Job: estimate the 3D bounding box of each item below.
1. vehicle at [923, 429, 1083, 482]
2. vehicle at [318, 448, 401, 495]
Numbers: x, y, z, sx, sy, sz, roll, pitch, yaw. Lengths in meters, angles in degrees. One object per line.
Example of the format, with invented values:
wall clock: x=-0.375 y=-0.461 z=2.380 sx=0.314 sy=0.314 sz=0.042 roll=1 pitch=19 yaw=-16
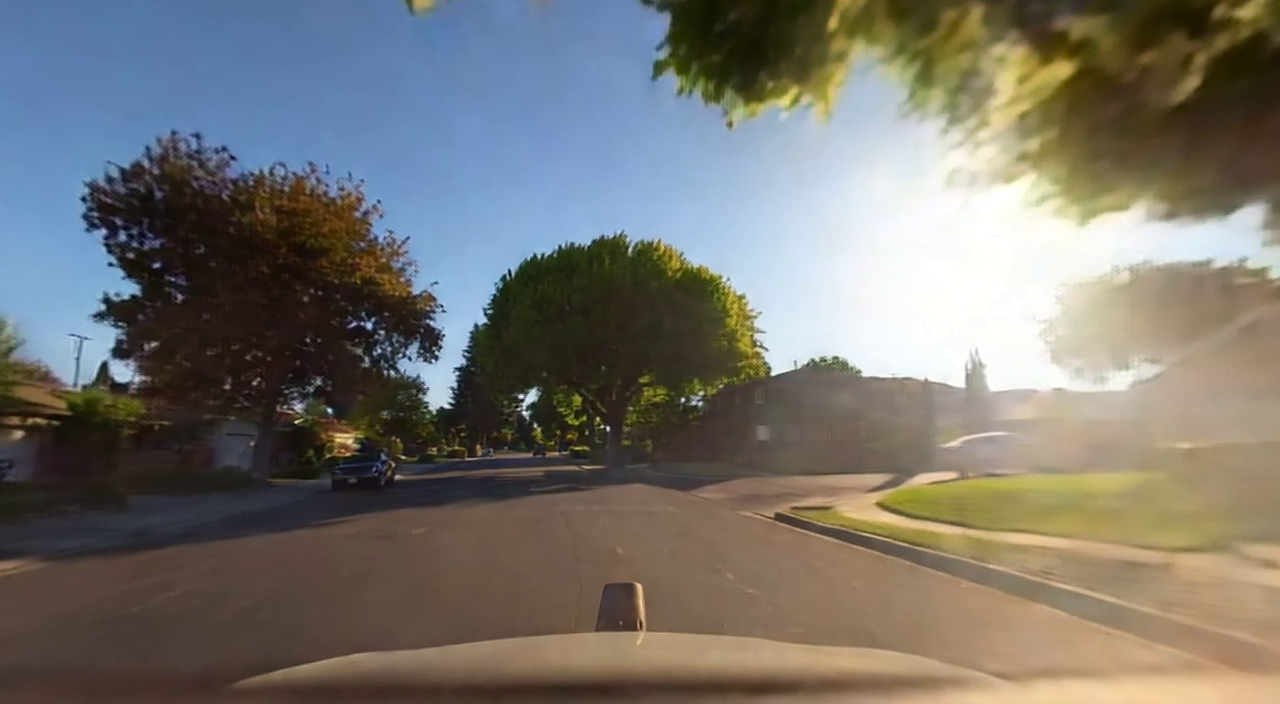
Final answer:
vehicle: x=13.360 y=3.796 z=23.275 sx=4.933 sy=1.817 sz=2.014 roll=1 pitch=-8 yaw=-12
vehicle: x=-10.516 y=4.479 z=23.922 sx=1.938 sy=1.499 sz=4.290 roll=-2 pitch=-9 yaw=-11
